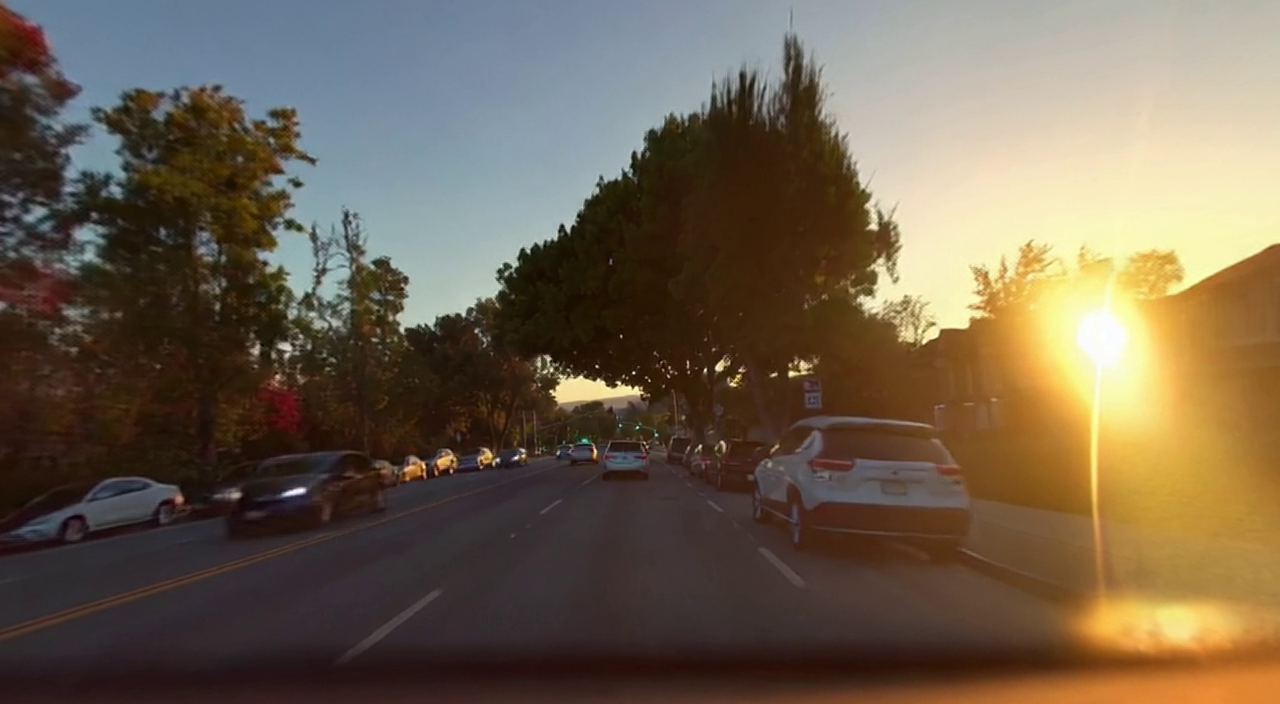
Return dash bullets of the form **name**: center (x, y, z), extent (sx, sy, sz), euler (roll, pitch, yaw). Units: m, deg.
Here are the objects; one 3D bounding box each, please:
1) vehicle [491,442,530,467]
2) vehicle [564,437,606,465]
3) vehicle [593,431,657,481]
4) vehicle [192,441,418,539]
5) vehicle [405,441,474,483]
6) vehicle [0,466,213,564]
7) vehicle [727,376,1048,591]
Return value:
- **vehicle**: center (-9.213, 7.311, 45.190), extent (1.918, 1.648, 4.163), euler (0, -8, 0)
- **vehicle**: center (-3.099, 5.667, 36.412), extent (2.117, 1.528, 4.277), euler (0, -8, -1)
- **vehicle**: center (-0.488, 3.641, 22.453), extent (2.041, 1.575, 4.304), euler (0, -8, 0)
- **vehicle**: center (-6.404, 2.627, 12.920), extent (1.998, 1.518, 4.817), euler (-2, -8, 0)
- **vehicle**: center (-12.208, 6.690, 38.870), extent (2.264, 2.010, 5.742), euler (-5, -7, 0)
- **vehicle**: center (-12.088, 3.446, 13.945), extent (2.047, 1.497, 4.949), euler (-4, -8, -2)
- **vehicle**: center (2.504, 1.477, 7.929), extent (2.119, 1.884, 4.567), euler (0, -8, 0)
